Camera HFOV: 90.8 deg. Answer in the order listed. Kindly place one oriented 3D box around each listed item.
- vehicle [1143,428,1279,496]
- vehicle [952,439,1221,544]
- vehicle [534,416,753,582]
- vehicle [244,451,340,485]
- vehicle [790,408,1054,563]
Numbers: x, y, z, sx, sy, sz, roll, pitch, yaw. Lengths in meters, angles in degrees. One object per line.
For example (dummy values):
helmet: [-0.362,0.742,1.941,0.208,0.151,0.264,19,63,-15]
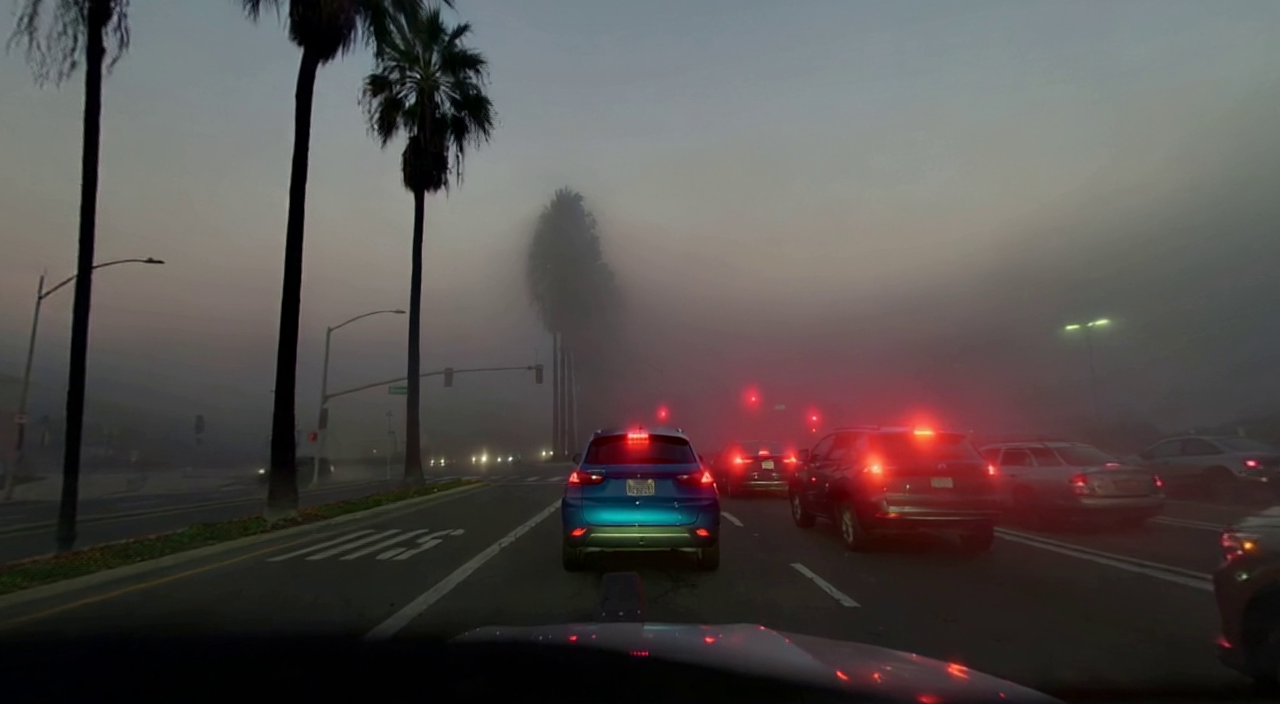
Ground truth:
vehicle: [18.062,3.201,18.486,4.786,1.848,2.107,0,-9,-1]
vehicle: [7.370,2.298,11.056,1.832,1.477,3.981,0,-9,2]
vehicle: [0.027,1.711,8.117,2.083,1.572,4.021,0,-9,0]
vehicle: [-16.341,5.452,29.978,2.021,1.464,4.505,0,-9,-1]
vehicle: [3.669,1.815,9.247,1.947,1.725,4.159,0,-9,0]
